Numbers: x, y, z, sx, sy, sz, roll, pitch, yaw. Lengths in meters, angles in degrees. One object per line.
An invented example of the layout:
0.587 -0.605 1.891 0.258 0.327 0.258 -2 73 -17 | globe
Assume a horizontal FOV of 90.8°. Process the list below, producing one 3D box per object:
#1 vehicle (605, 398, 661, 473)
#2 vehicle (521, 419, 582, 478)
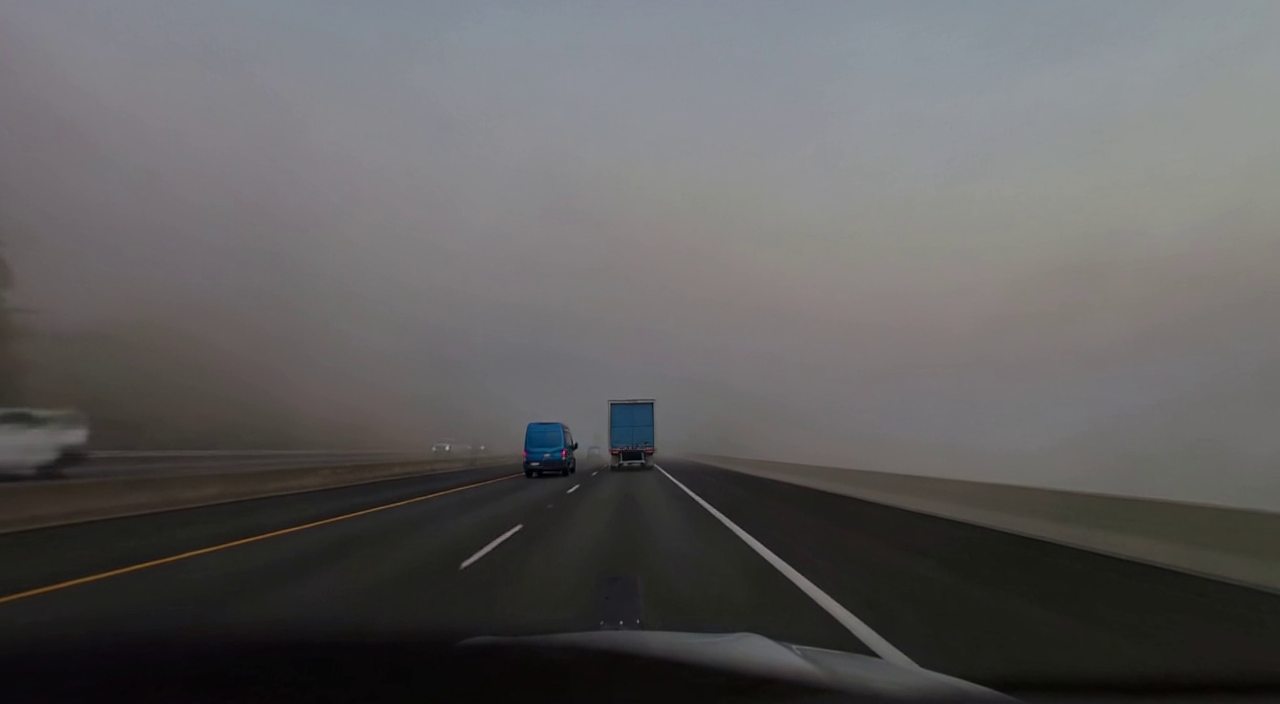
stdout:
-0.401 5.301 39.125 2.995 4.036 10.311 0 -9 0 | vehicle
-4.487 5.041 32.949 2.357 2.786 6.144 0 -9 -1 | vehicle
